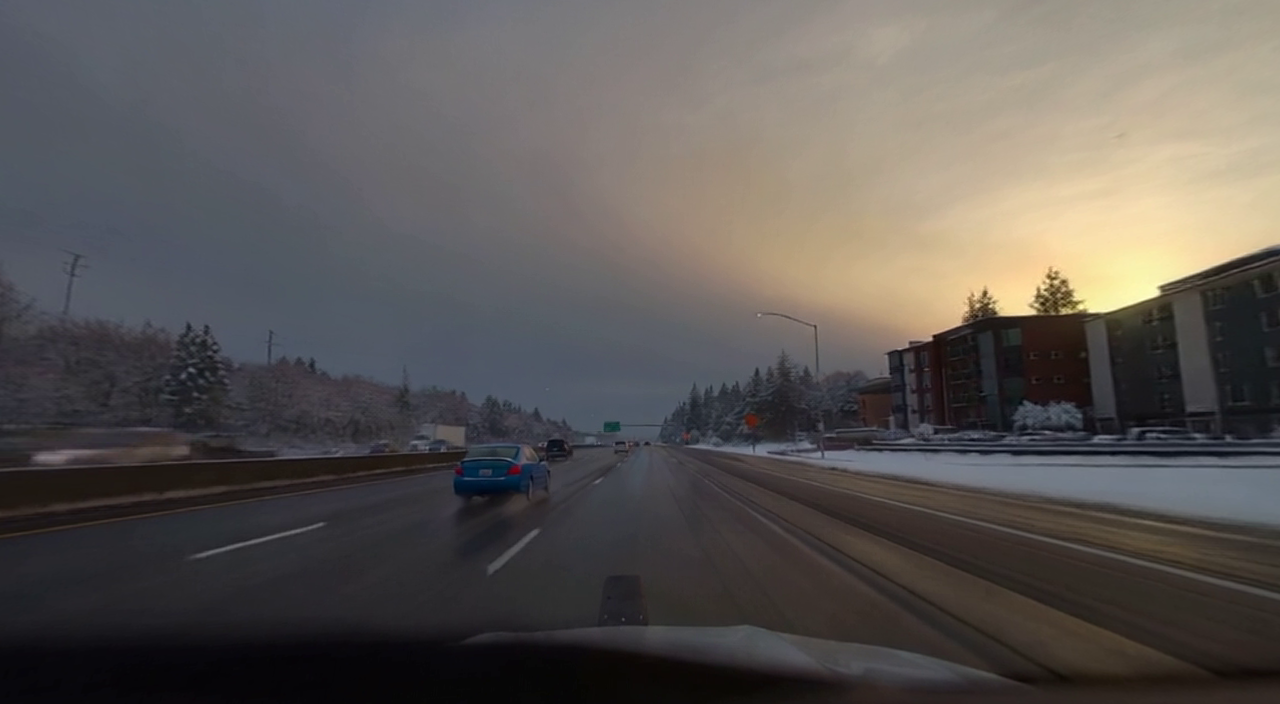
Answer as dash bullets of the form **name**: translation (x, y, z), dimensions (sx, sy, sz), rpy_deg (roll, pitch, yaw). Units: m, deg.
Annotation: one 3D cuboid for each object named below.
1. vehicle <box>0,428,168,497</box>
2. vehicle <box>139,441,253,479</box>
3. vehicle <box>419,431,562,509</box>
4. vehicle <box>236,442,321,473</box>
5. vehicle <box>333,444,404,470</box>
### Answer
- **vehicle**: translation (-16.837, 3.142, 18.342), dimensions (2.020, 1.706, 5.332), rpy_deg (0, -8, 1)
- **vehicle**: translation (-24.373, 5.921, 34.961), dimensions (2.127, 1.870, 5.629), rpy_deg (0, -8, 2)
- **vehicle**: translation (-3.373, 2.778, 15.409), dimensions (2.144, 1.565, 4.951), rpy_deg (0, -8, 2)
- **vehicle**: translation (-20.319, 5.938, 35.684), dimensions (1.985, 1.621, 4.515), rpy_deg (0, -8, 2)
- **vehicle**: translation (-16.500, 6.377, 38.605), dimensions (1.980, 1.500, 4.894), rpy_deg (-1, -8, 2)
